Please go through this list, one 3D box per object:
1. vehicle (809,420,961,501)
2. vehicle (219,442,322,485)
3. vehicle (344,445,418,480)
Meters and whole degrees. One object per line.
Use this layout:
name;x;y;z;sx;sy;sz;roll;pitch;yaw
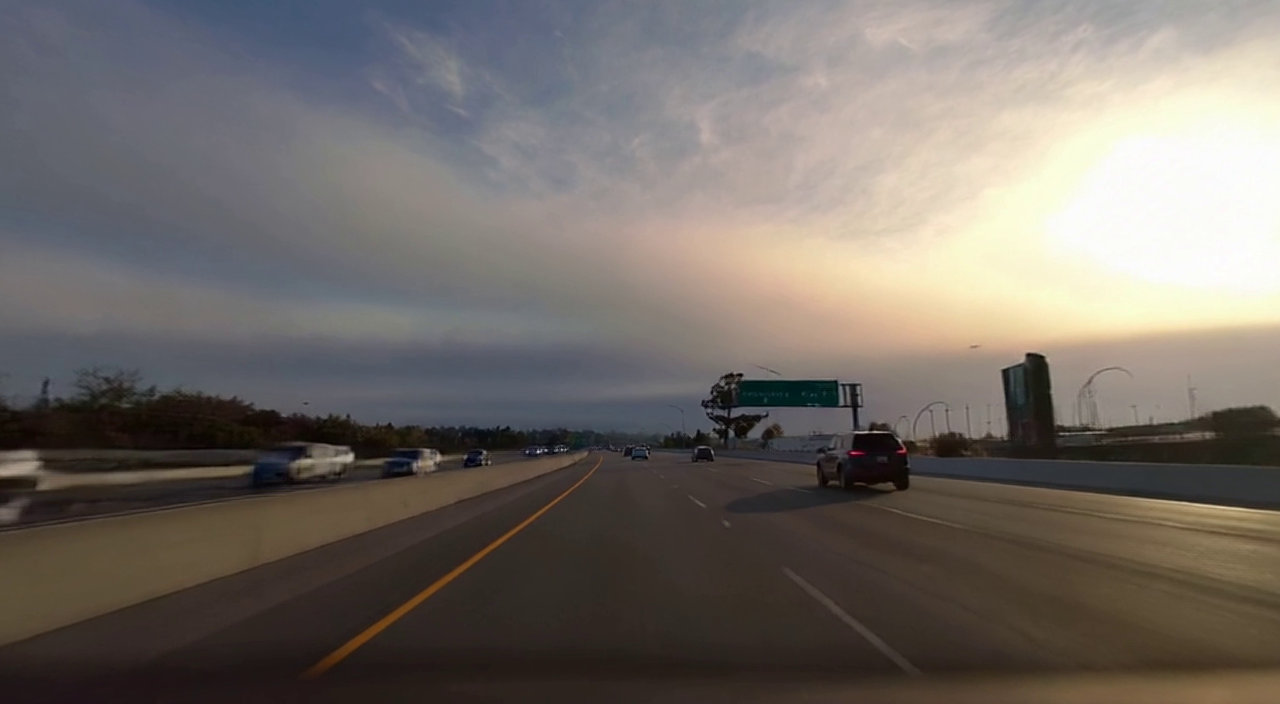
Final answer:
vehicle;6.685;3.032;18.010;2.181;1.952;4.973;0;-9;-2
vehicle;-17.498;5.262;30.274;2.108;1.852;4.929;0;-8;-2
vehicle;-13.839;5.912;34.061;2.118;1.711;4.587;0;-9;-2
